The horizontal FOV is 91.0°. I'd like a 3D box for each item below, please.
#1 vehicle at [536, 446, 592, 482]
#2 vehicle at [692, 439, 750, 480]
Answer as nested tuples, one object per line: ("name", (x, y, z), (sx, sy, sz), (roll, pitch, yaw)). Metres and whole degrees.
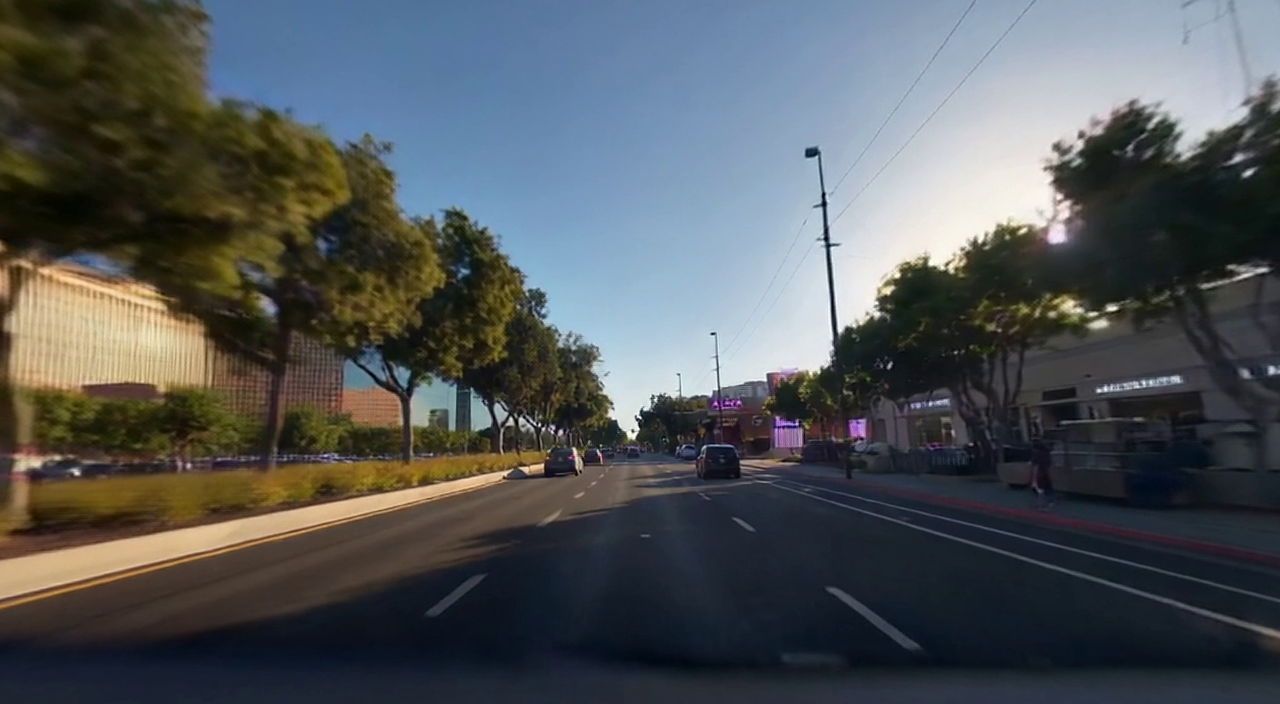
("vehicle", (-3.315, 4.987, 28.253), (2.005, 1.477, 4.169), (0, -9, 0))
("vehicle", (3.744, 5.052, 29.795), (2.083, 1.743, 4.354), (0, -9, -1))
